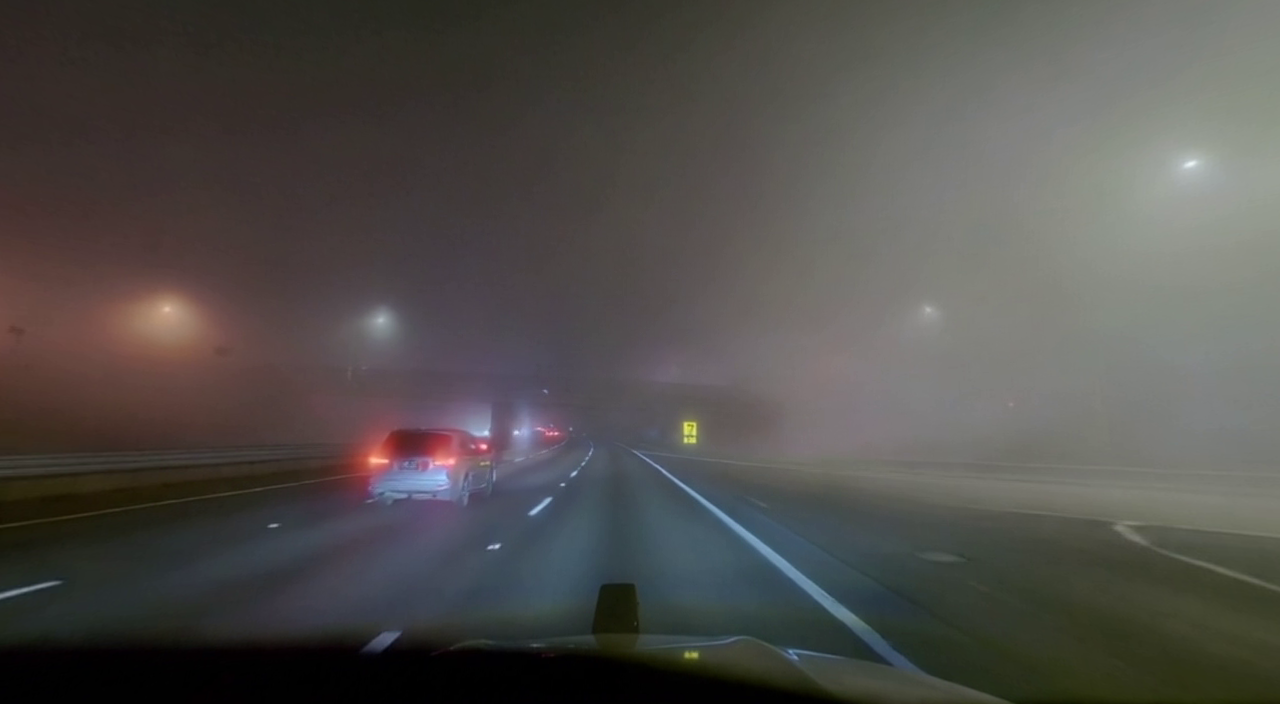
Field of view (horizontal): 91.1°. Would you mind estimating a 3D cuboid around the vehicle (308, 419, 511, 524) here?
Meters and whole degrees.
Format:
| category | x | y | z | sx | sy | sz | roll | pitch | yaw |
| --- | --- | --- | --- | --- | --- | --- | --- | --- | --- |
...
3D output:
| category | x | y | z | sx | sy | sz | roll | pitch | yaw |
| --- | --- | --- | --- | --- | --- | --- | --- | --- | --- |
| vehicle | -4.062 | 2.183 | 12.168 | 2.123 | 1.601 | 4.887 | 0 | -8 | -1 |
